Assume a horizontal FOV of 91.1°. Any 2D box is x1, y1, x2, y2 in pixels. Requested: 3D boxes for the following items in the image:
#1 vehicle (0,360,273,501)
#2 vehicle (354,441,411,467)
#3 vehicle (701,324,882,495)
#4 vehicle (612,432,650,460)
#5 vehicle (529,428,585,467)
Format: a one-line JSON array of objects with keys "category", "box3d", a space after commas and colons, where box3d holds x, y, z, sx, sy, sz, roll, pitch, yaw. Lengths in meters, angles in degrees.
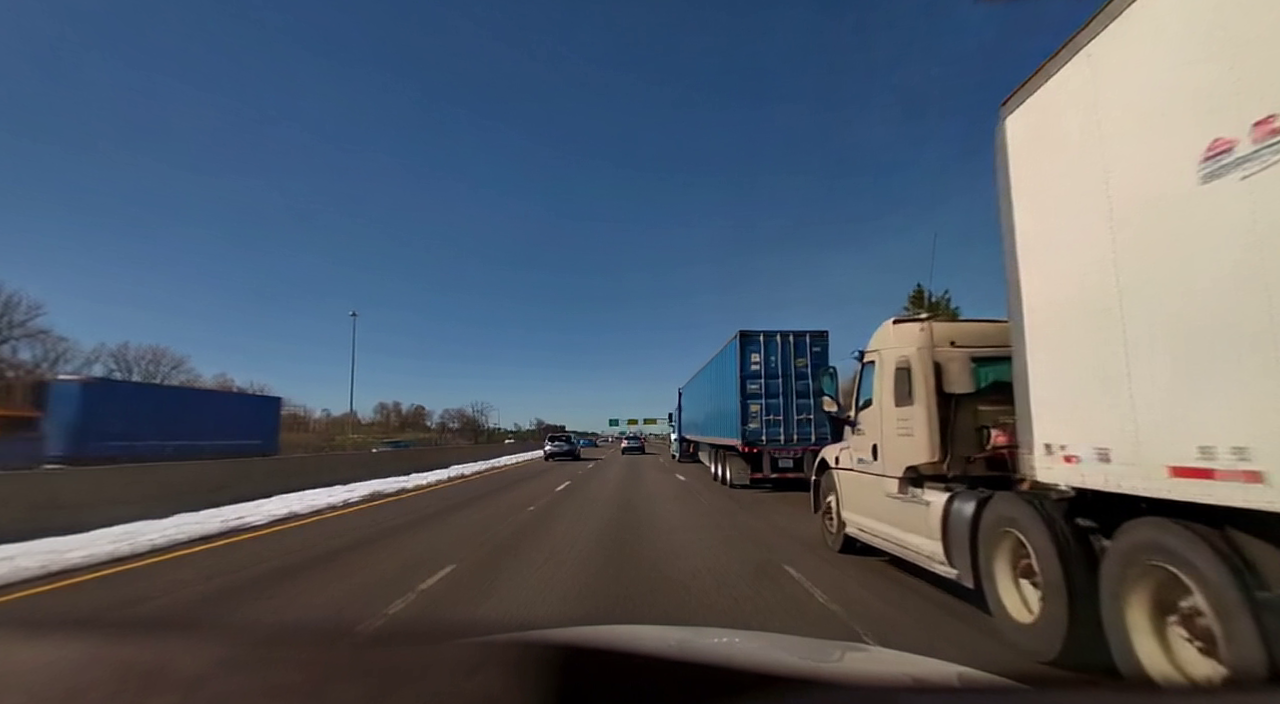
[{"category": "vehicle", "box3d": [-20.017, 3.178, 24.783, 2.933, 4.036, 14.065, 0, -8, -1]}, {"category": "vehicle", "box3d": [-15.890, 6.291, 38.957, 1.911, 1.505, 3.954, 0, -8, -1]}, {"category": "vehicle", "box3d": [3.785, 1.796, 18.131, 2.883, 3.836, 7.894, 0, -8, -3]}, {"category": "vehicle", "box3d": [-0.543, 5.562, 37.460, 2.088, 1.567, 4.240, 0, -8, -1]}, {"category": "vehicle", "box3d": [-3.819, 4.454, 29.610, 2.054, 1.671, 4.445, 0, -8, 0]}]
